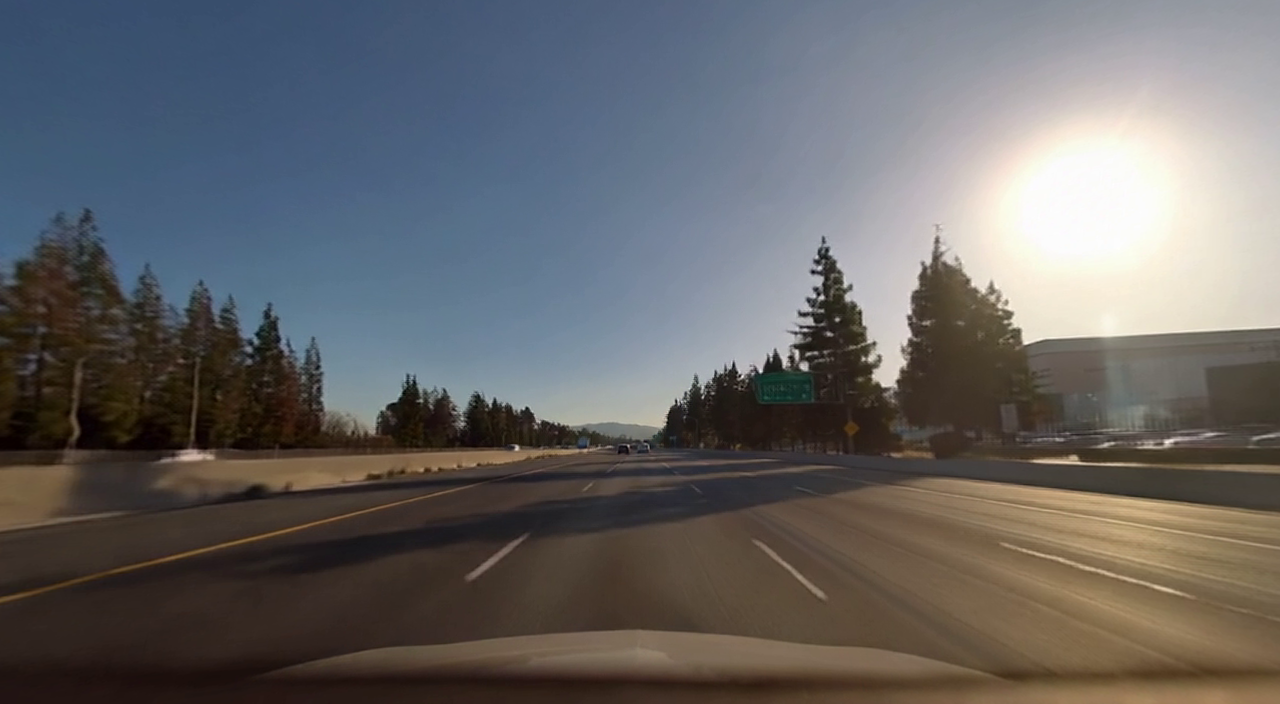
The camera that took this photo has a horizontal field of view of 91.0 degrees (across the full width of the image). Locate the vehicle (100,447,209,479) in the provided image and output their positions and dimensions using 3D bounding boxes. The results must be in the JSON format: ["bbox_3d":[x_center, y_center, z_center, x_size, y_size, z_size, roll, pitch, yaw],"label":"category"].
[{"bbox_3d":[-25.275,5.766,33.031,1.876,1.517,4.715,0,-9,1],"label":"vehicle"}]
